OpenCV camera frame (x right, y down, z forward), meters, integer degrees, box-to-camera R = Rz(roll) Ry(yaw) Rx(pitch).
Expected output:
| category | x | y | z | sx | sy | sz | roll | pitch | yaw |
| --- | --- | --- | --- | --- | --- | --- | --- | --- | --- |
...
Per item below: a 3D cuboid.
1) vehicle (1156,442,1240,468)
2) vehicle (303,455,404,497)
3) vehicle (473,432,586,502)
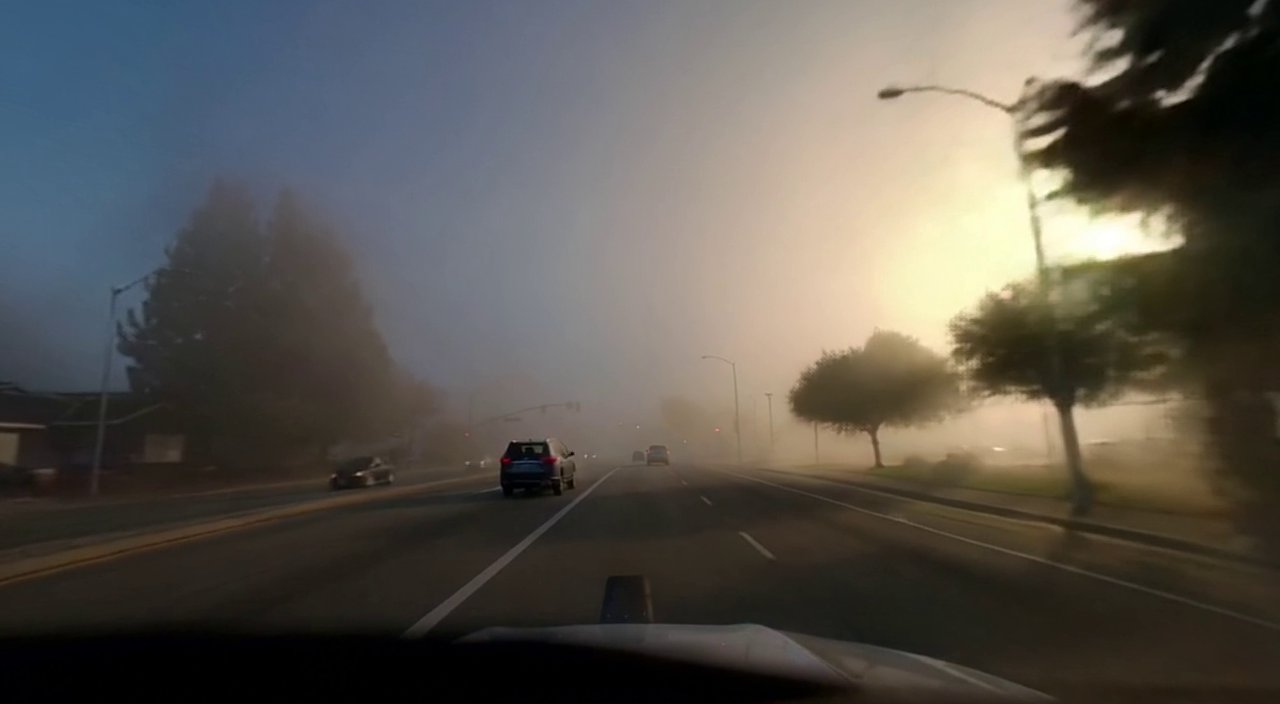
| category | x | y | z | sx | sy | sz | roll | pitch | yaw |
| --- | --- | --- | --- | --- | --- | --- | --- | --- | --- |
| vehicle | 35.007 | 6.480 | 39.672 | 1.719 | 1.506 | 3.878 | 0 | -9 | 2 |
| vehicle | -11.692 | 5.052 | 26.116 | 1.952 | 1.500 | 4.543 | 0 | -9 | 1 |
| vehicle | -3.134 | 3.442 | 19.328 | 2.459 | 1.825 | 5.380 | 0 | -9 | 0 |
